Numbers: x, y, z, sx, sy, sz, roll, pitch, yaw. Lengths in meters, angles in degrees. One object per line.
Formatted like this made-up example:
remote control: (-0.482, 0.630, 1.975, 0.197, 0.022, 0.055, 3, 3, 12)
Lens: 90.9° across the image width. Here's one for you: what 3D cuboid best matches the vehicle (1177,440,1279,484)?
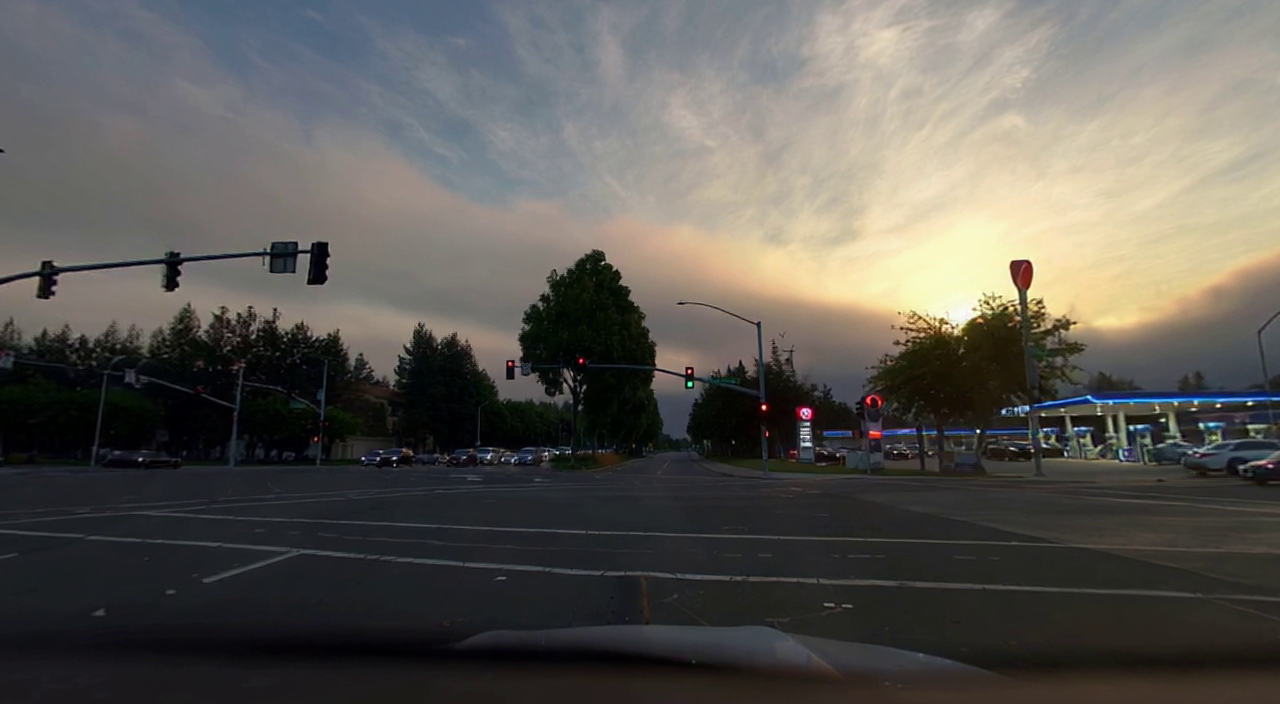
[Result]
vehicle: (22.091, 3.783, 21.835, 4.716, 1.455, 2.060, -3, -9, 17)
